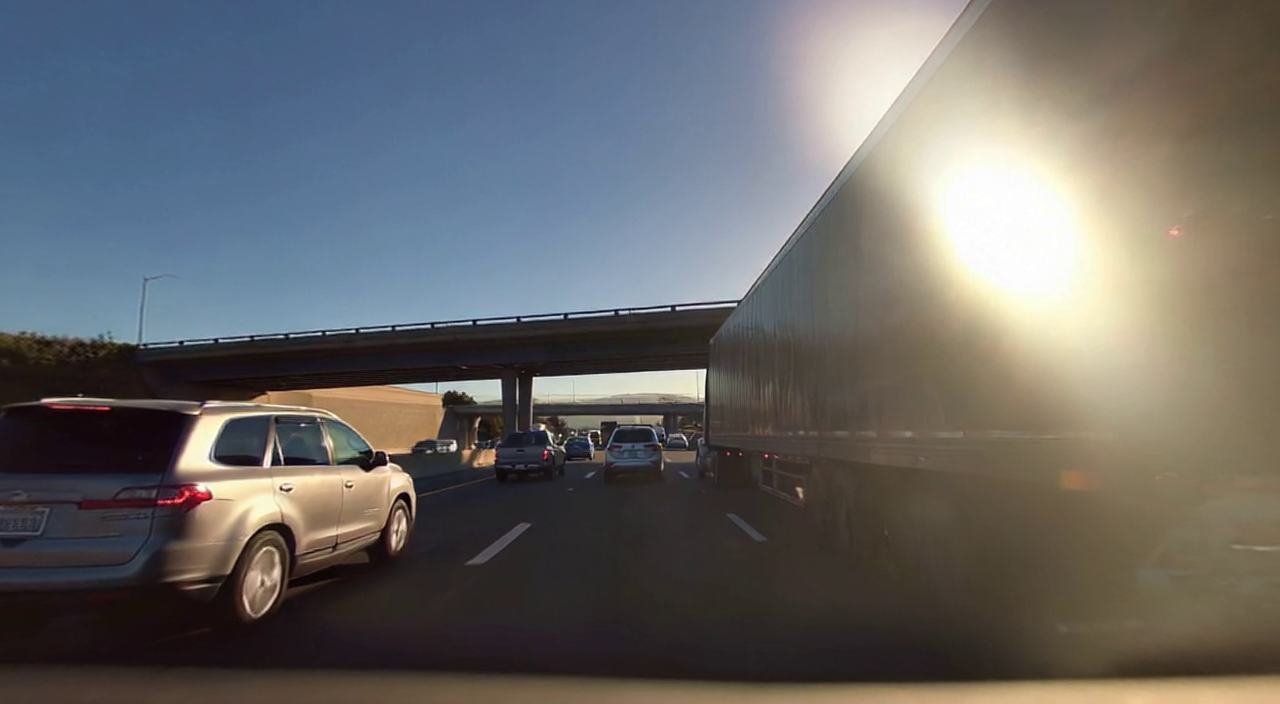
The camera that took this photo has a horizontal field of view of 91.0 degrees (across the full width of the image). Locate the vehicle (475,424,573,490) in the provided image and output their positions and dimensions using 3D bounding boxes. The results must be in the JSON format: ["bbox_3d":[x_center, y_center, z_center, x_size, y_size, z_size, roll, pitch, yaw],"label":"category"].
[{"bbox_3d":[-3.497,3.277,19.975,2.120,1.812,4.659,0,-8,1],"label":"vehicle"}]

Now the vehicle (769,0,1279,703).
[{"bbox_3d":[3.661,-0.305,2.753,2.852,4.121,16.210,0,-8,0],"label":"vehicle"}]

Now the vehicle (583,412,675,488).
[{"bbox_3d":[-0.343,3.307,21.504,2.704,2.216,5.804,0,-8,-1],"label":"vehicle"}]

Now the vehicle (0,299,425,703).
[{"bbox_3d":[-3.430,1.017,4.286,2.193,1.803,4.958,0,-8,0],"label":"vehicle"}]
